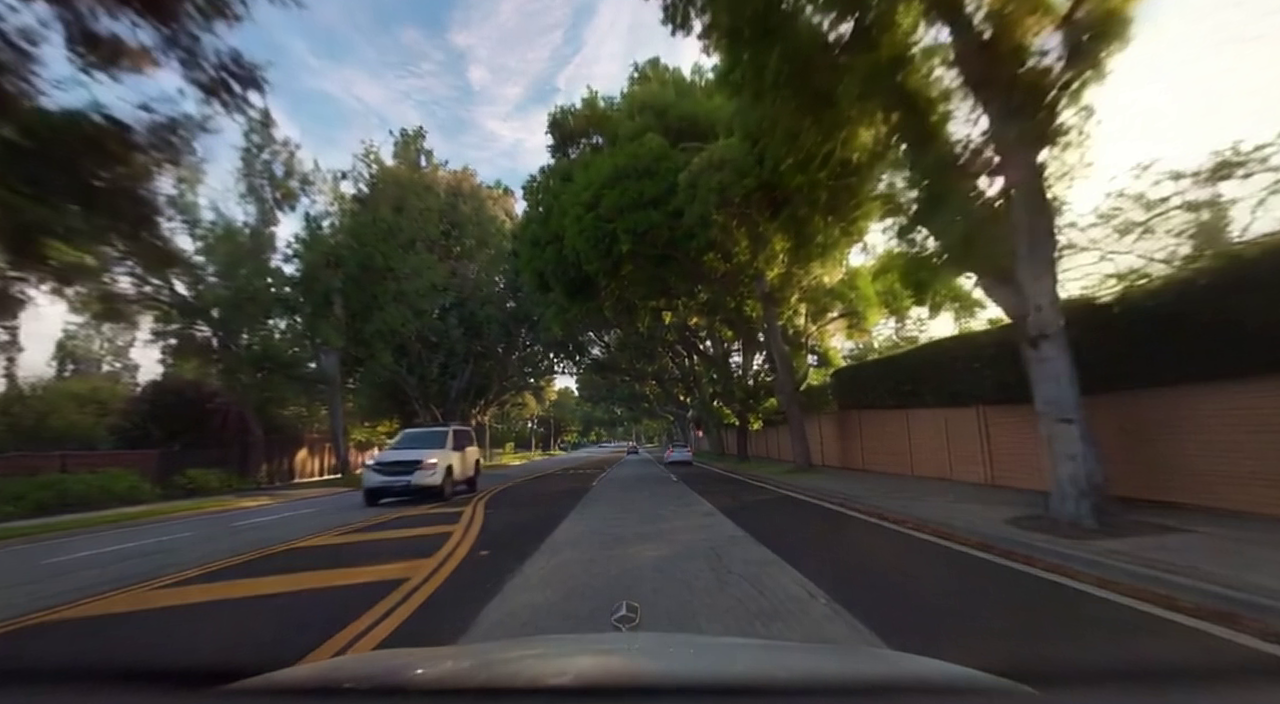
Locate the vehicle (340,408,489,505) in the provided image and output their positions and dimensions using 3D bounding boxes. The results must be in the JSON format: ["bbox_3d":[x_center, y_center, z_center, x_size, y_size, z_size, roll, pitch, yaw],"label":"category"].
[{"bbox_3d":[-6.592,3.157,19.448,2.430,2.517,5.772,0,-8,0],"label":"vehicle"}]

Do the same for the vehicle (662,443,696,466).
[{"bbox_3d":[2.620,6.992,43.249,1.991,1.476,4.153,0,-9,-1],"label":"vehicle"}]
